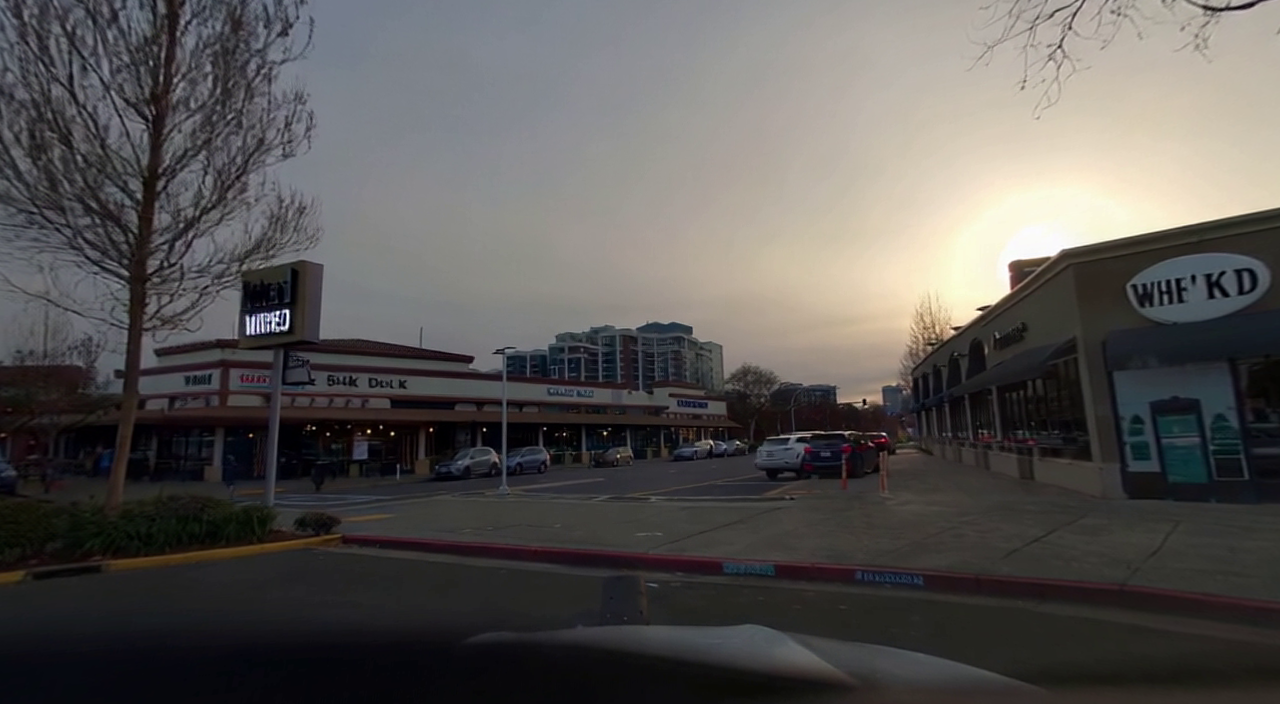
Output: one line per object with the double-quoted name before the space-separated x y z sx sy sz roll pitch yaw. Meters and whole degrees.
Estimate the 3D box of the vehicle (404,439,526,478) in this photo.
"vehicle" -7.654 4.655 27.732 4.814 1.618 1.869 -2 -9 11

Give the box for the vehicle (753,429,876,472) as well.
"vehicle" 7.383 4.184 26.765 4.706 1.663 1.993 -4 -9 26
